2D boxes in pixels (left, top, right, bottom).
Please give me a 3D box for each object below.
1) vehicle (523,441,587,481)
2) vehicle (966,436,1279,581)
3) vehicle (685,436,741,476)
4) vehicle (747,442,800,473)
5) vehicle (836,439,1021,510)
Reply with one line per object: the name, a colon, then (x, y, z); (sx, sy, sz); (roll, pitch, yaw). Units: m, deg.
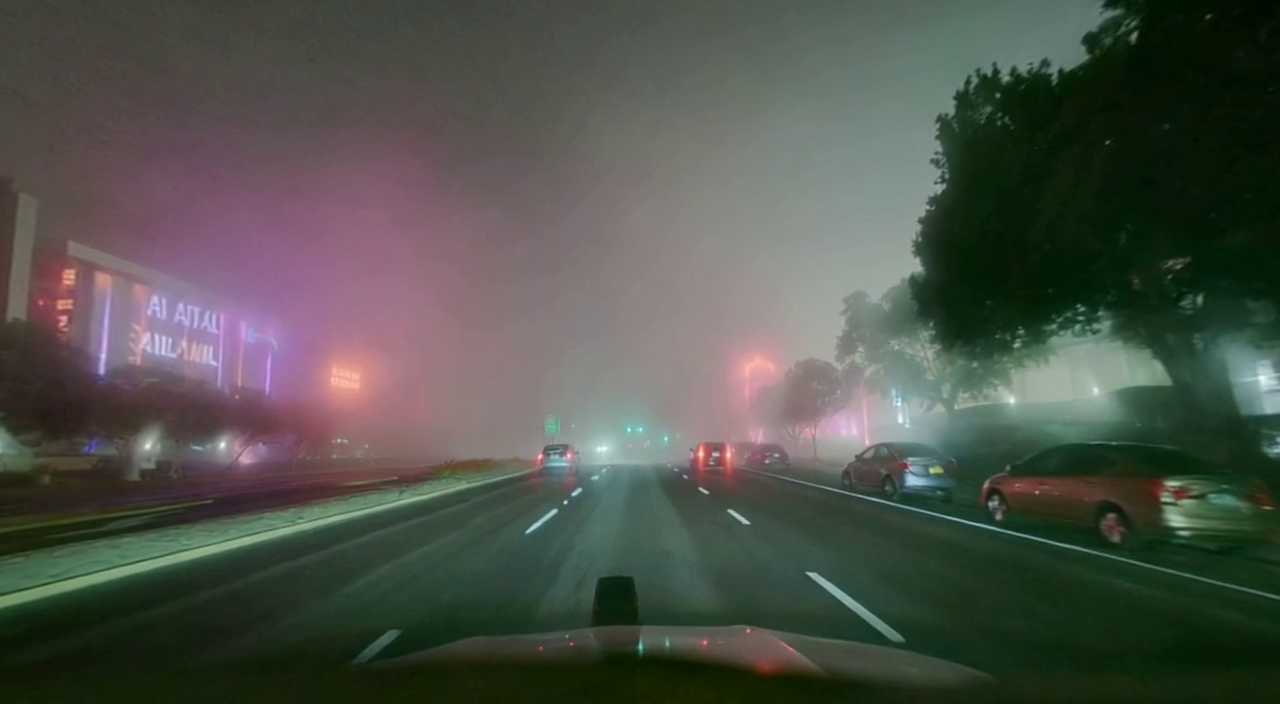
vehicle: (-3.382, 4.426, 25.917); (2.005, 1.477, 4.169); (0, -8, 1)
vehicle: (6.920, 1.946, 8.870); (1.968, 1.455, 4.844); (0, -8, -1)
vehicle: (3.392, 4.951, 30.271); (2.083, 1.743, 4.354); (0, -8, -1)
vehicle: (6.893, 5.498, 32.988); (1.876, 1.478, 4.670); (0, -8, 1)
vehicle: (6.881, 2.959, 15.766); (2.302, 1.480, 4.696); (0, -8, -1)
